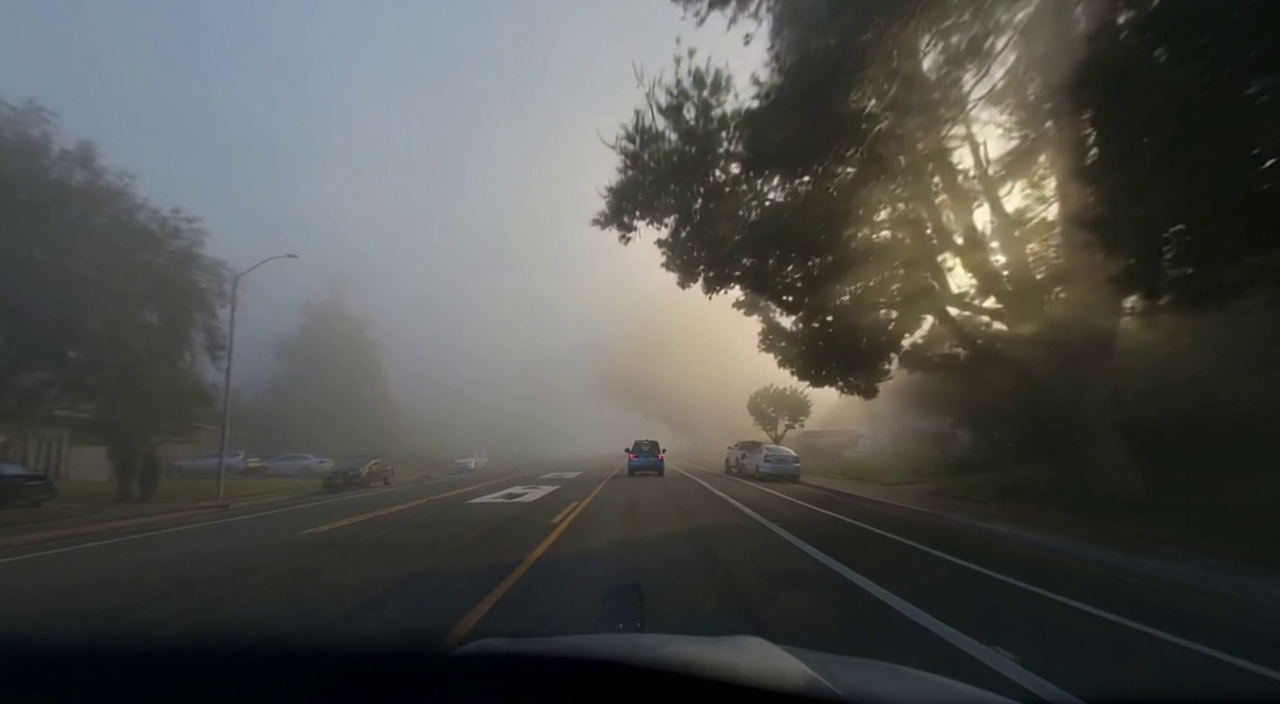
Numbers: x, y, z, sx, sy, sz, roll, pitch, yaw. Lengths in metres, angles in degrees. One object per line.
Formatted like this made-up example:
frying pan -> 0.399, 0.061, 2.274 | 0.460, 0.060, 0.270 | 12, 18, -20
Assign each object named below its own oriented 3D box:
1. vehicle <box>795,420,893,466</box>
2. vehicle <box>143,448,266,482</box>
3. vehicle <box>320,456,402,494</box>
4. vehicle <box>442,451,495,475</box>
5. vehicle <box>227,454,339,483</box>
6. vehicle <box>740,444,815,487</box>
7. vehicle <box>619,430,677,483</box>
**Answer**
vehicle -> 12.014, 5.377, 37.498 | 4.855, 2.572, 2.358 | -1, -8, -1
vehicle -> -24.654, 6.392, 35.921 | 5.278, 1.780, 2.246 | 0, -8, 0
vehicle -> -12.198, 5.371, 27.937 | 1.920, 1.476, 3.826 | 0, -8, -1
vehicle -> -12.318, 8.026, 45.803 | 2.192, 1.541, 5.391 | 0, -8, 1
vehicle -> -19.025, 6.220, 33.858 | 4.801, 1.478, 1.883 | 0, -8, -2
vehicle -> 5.135, 4.280, 24.135 | 1.902, 1.472, 4.139 | 0, -8, -1
vehicle -> 0.303, 4.235, 25.863 | 2.153, 1.942, 4.767 | 0, -8, 0
